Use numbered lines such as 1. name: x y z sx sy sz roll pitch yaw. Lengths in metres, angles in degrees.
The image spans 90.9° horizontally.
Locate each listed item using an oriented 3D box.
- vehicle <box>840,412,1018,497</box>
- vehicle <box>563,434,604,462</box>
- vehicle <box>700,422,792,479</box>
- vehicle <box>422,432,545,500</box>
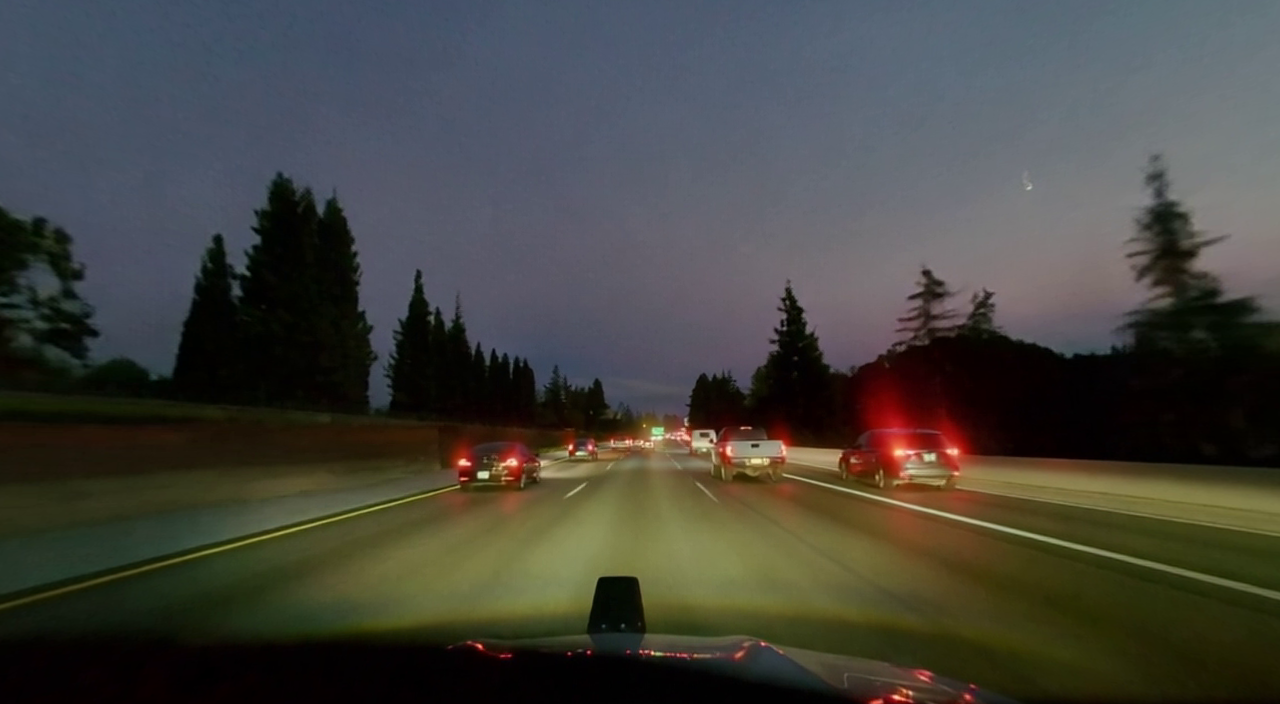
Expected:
1. vehicle: 7.686 2.827 17.685 2.291 1.968 5.662 0 -8 0
2. vehicle: -3.375 5.844 38.408 2.020 1.628 4.248 0 -8 2
3. vehicle: 3.861 3.767 24.283 2.517 1.935 5.552 0 -8 -1
4. vehicle: -3.738 2.801 15.914 1.978 1.473 4.073 0 -8 1
